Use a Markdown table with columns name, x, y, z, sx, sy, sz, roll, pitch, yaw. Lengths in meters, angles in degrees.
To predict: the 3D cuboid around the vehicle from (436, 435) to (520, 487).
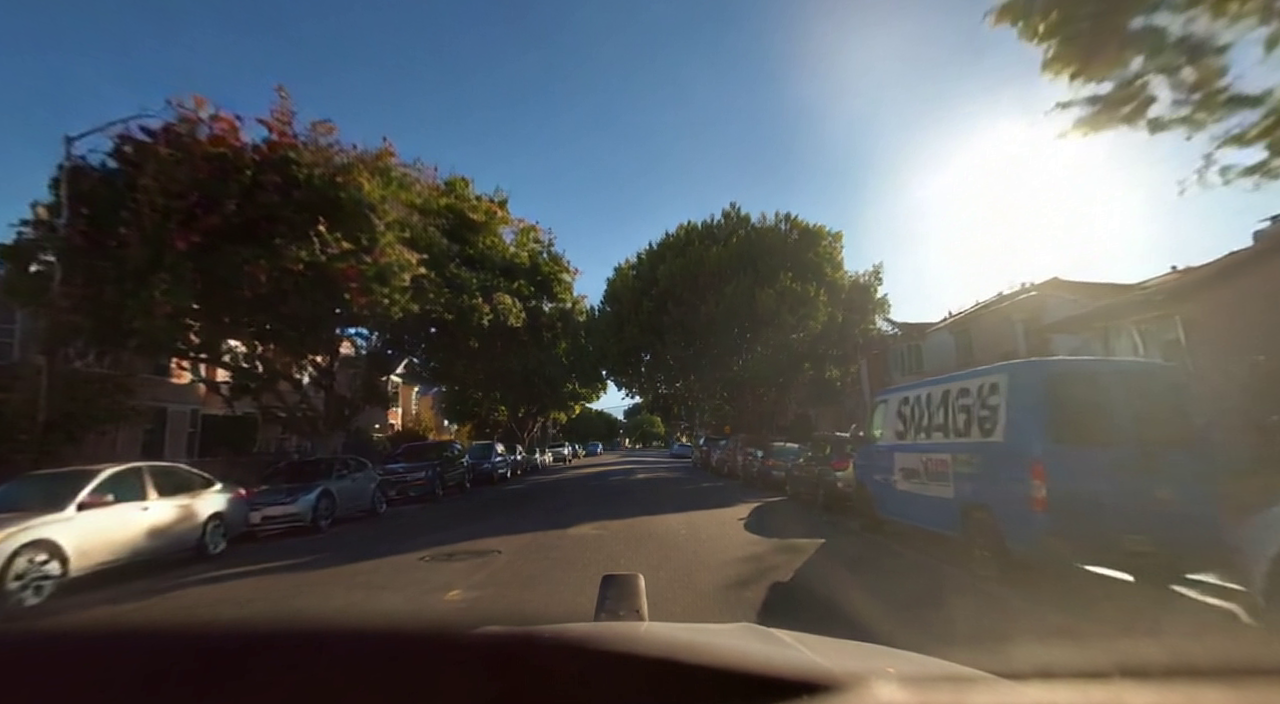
| name | x | y | z | sx | sy | sz | roll | pitch | yaw |
| --- | --- | --- | --- | --- | --- | --- | --- | --- | --- |
| vehicle | -6.950 | 4.727 | 27.884 | 2.195 | 2.023 | 6.055 | 0 | -8 | -1 |

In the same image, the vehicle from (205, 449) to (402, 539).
| name | x | y | z | sx | sy | sz | roll | pitch | yaw |
| --- | --- | --- | --- | --- | --- | --- | --- | --- | --- |
| vehicle | -6.847 | 2.867 | 13.577 | 1.828 | 1.468 | 4.738 | -2 | -8 | -3 |

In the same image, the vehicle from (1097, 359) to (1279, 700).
| name | x | y | z | sx | sy | sz | roll | pitch | yaw |
| --- | --- | --- | --- | --- | --- | --- | --- | --- | --- |
| vehicle | 4.301 | 0.659 | 1.505 | 1.907 | 1.768 | 6.059 | 0 | -8 | 0 |

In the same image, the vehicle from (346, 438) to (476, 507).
| name | x | y | z | sx | sy | sz | roll | pitch | yaw |
| --- | --- | --- | --- | --- | --- | --- | --- | --- | --- |
| vehicle | -6.954 | 3.678 | 19.968 | 2.162 | 1.846 | 5.426 | 0 | -8 | -1 |

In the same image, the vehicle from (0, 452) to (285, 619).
| name | x | y | z | sx | sy | sz | roll | pitch | yaw |
| --- | --- | --- | --- | --- | --- | --- | --- | --- | --- |
| vehicle | -6.782 | 2.015 | 7.894 | 1.869 | 1.467 | 4.921 | 0 | -8 | 0 |

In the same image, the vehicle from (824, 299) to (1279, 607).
| name | x | y | z | sx | sy | sz | roll | pitch | yaw |
| --- | --- | --- | --- | --- | --- | --- | --- | --- | --- |
| vehicle | 4.535 | 1.259 | 8.388 | 2.178 | 2.656 | 5.712 | 0 | -9 | -3 |
